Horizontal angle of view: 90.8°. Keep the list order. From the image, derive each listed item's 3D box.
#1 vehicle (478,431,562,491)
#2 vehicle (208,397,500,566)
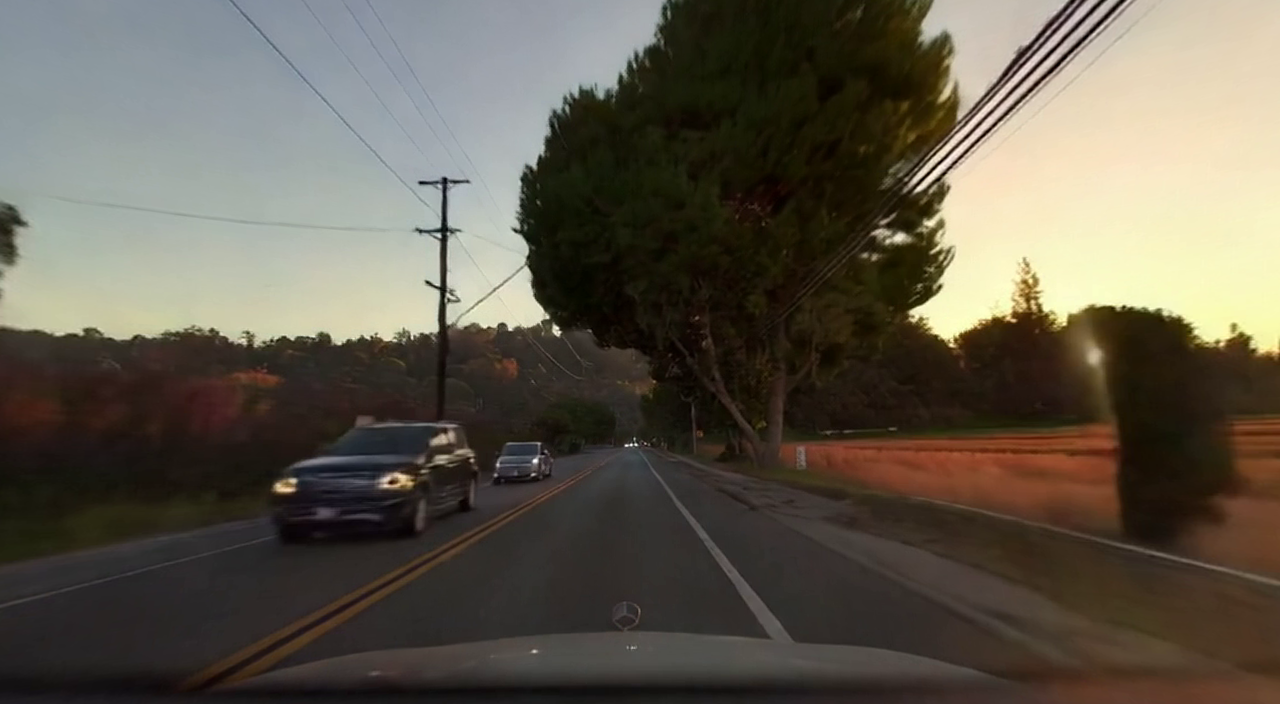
[{"bbox_3d":[-4.770,4.358,25.917,2.549,2.028,5.180,-3,-7,-2],"label":"vehicle"},{"bbox_3d":[-4.705,2.209,12.028,2.762,2.167,6.359,-3,-7,-2],"label":"vehicle"}]
